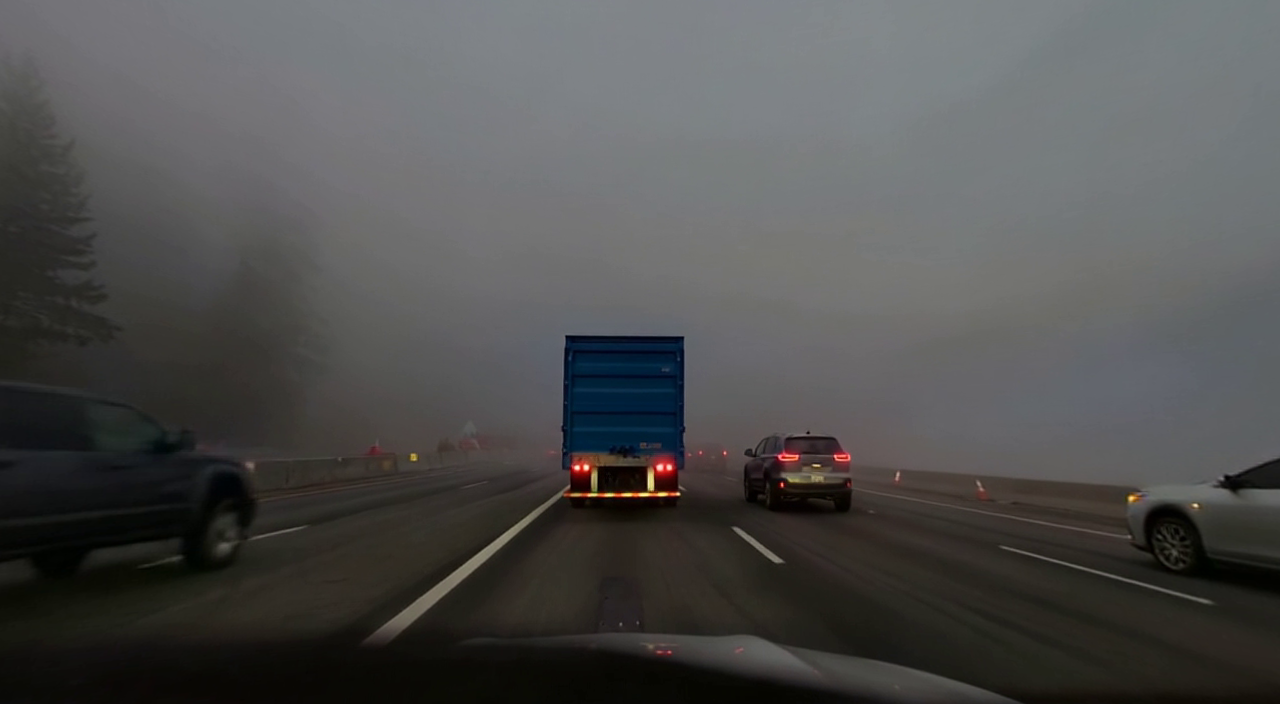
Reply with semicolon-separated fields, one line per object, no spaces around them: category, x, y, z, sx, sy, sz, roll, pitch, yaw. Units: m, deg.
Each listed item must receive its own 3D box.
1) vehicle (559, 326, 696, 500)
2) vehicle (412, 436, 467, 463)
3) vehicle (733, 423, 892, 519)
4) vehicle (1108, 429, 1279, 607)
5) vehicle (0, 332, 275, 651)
vehicle;-0.440;2.112;19.364;3.067;3.940;10.154;1;-9;-2
vehicle;-14.018;6.842;44.274;2.054;1.708;4.663;2;-8;3
vehicle;3.459;2.487;13.605;2.103;1.713;4.173;1;-9;-2
vehicle;7.090;1.475;5.352;2.070;1.632;4.774;2;-9;-9
vehicle;-5.198;0.829;3.713;2.421;1.965;5.980;0;-9;1
